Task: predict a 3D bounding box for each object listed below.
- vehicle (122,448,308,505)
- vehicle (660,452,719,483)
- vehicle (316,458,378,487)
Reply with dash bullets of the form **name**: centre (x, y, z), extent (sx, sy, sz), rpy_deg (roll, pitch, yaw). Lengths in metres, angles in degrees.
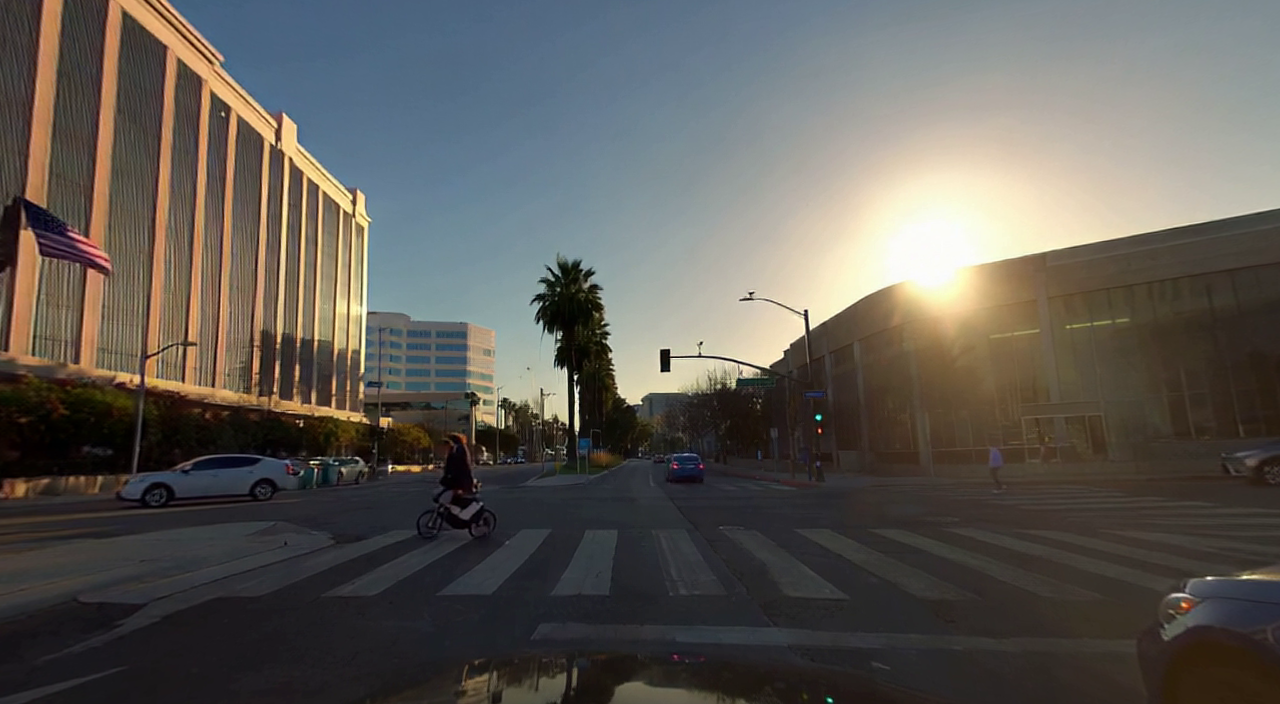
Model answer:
- **vehicle**: centre (-13.094, 3.827, 19.878), extent (4.499, 1.594, 1.898), rpy_deg (4, -9, -25)
- **vehicle**: centre (2.636, 6.299, 34.777), extent (2.000, 1.525, 4.273), rpy_deg (2, -9, -14)
- **vehicle**: centre (-20.074, 8.258, 43.510), extent (2.043, 1.745, 4.420), rpy_deg (0, -8, 1)
